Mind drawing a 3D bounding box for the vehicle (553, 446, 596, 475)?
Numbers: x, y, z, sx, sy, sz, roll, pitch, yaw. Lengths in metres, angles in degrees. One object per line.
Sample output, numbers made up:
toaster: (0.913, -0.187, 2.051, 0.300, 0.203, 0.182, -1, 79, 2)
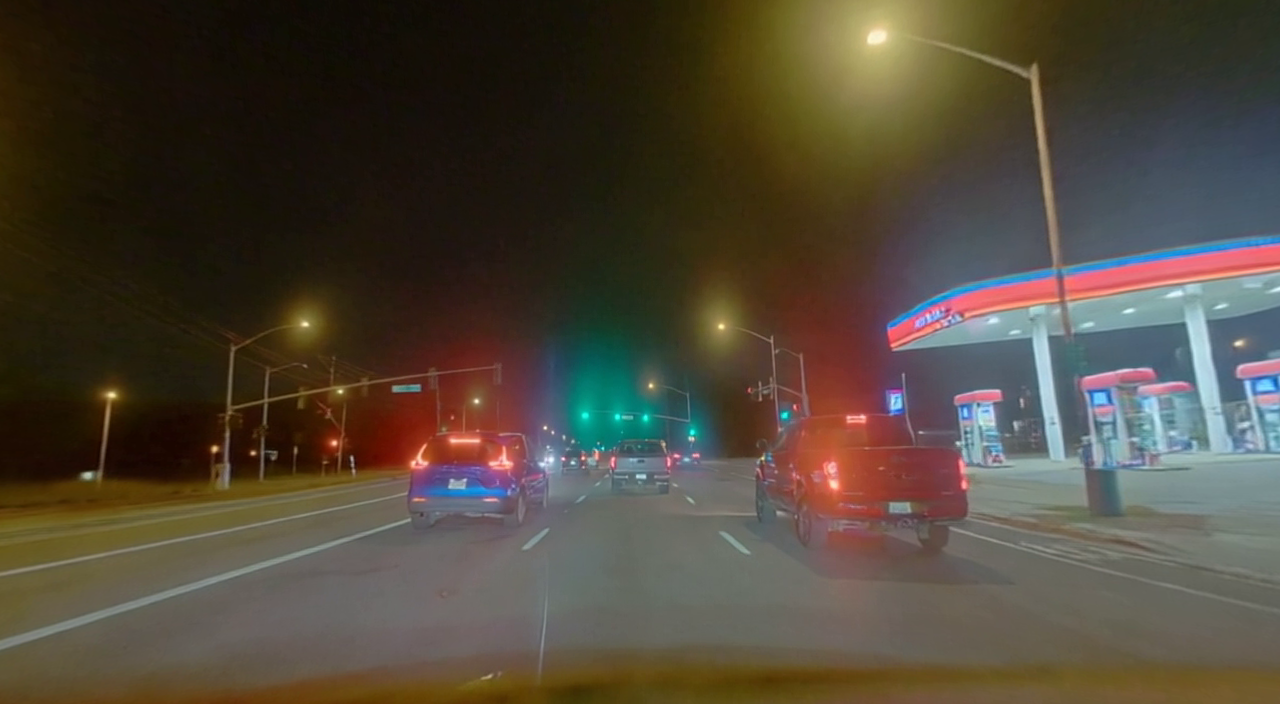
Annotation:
vehicle: (-3.528, 5.915, 34.617, 1.954, 1.497, 4.078, 0, -8, 0)

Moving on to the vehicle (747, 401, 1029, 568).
vehicle: (3.264, 1.890, 9.852, 2.161, 1.868, 5.321, 0, -8, -1)

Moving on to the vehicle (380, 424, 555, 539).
vehicle: (-2.928, 2.291, 11.824, 2.019, 1.731, 4.299, 0, -8, 0)

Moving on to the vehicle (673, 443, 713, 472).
vehicle: (3.289, 6.662, 40.161, 2.122, 1.745, 4.337, 0, -8, -1)

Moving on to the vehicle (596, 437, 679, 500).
vehicle: (-0.092, 3.367, 18.699, 2.181, 1.650, 4.083, 0, -8, -1)
